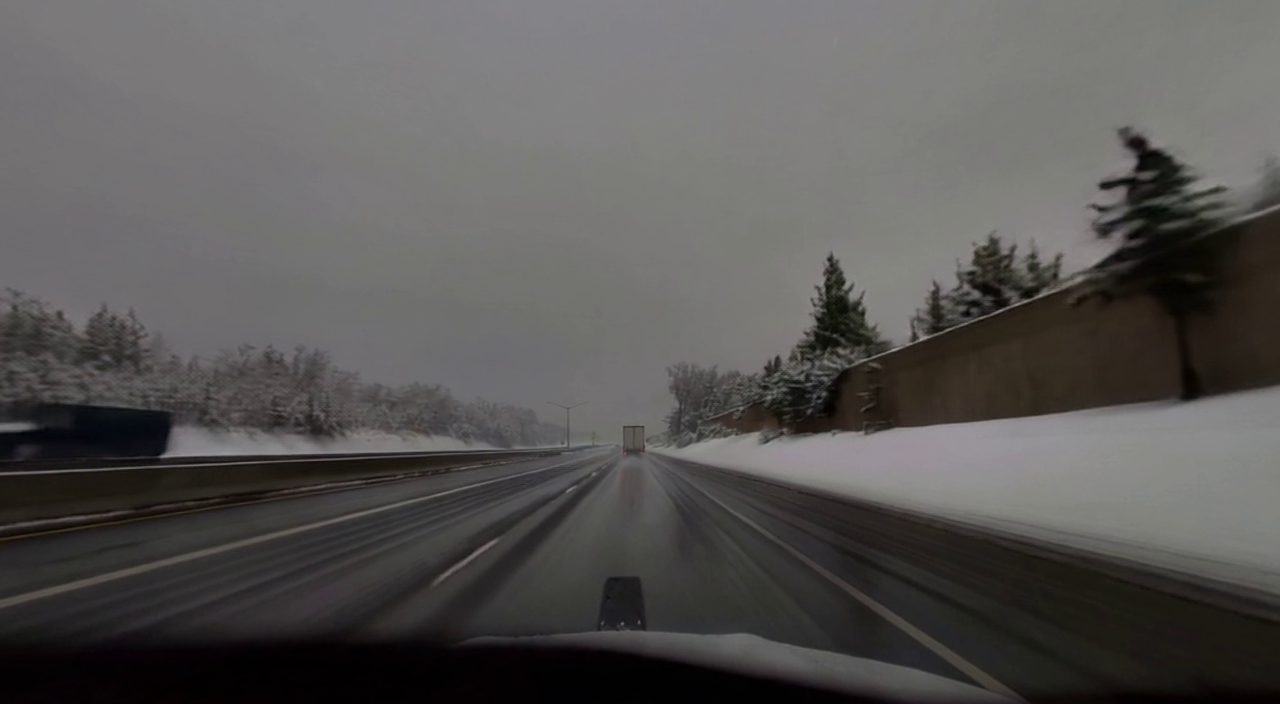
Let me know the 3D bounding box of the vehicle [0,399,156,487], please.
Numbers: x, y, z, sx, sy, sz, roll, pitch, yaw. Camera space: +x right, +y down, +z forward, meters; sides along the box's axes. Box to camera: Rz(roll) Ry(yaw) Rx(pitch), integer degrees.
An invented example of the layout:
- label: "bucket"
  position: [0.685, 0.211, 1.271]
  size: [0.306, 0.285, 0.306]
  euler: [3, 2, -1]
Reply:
- label: "vehicle"
  position: [-19.206, 2.973, 20.409]
  size: [2.487, 2.425, 5.746]
  euler: [0, -9, -1]
